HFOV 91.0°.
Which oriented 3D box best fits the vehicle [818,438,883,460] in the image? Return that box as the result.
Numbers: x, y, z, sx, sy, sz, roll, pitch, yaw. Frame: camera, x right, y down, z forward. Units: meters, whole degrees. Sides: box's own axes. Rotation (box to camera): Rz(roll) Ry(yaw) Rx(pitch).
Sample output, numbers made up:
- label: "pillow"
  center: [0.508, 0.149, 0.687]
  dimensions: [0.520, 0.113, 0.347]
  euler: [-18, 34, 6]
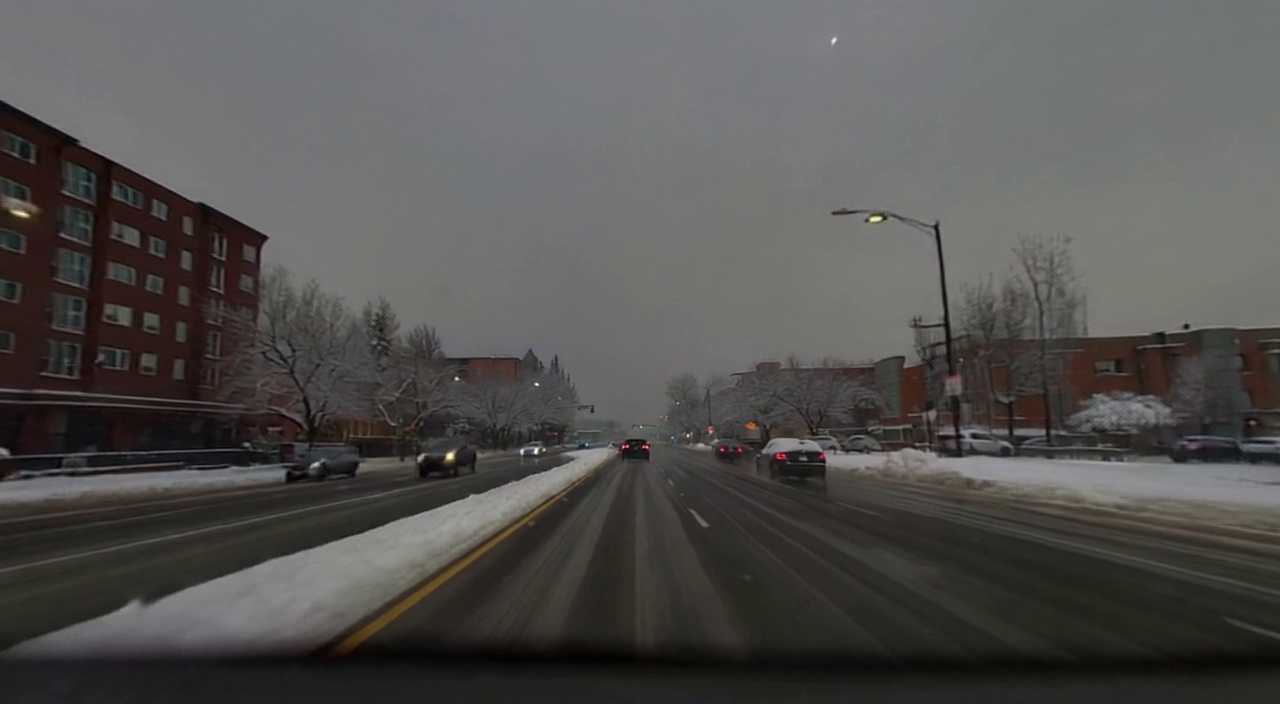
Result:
- label: "vehicle"
  center: [16.628, 7.709, 49.995]
  dimensions: [2.194, 1.666, 4.576]
  euler: [4, -9, -27]

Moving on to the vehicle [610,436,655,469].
- label: "vehicle"
  center: [-0.366, 5.092, 31.912]
  dimensions: [2.106, 1.553, 3.964]
  euler: [0, -8, -1]

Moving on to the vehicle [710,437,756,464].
- label: "vehicle"
  center: [5.717, 6.137, 39.230]
  dimensions: [2.154, 1.554, 4.149]
  euler: [0, -8, -2]

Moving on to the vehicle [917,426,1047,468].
- label: "vehicle"
  center: [17.679, 4.951, 32.718]
  dimensions: [5.388, 2.082, 2.328]
  euler: [1, -9, -4]

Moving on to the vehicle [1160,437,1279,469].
- label: "vehicle"
  center: [29.605, 5.150, 32.384]
  dimensions: [1.781, 1.507, 4.628]
  euler: [0, -8, 2]

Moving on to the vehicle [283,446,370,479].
- label: "vehicle"
  center: [-15.800, 5.585, 32.047]
  dimensions: [1.977, 1.514, 4.720]
  euler: [0, -8, 0]

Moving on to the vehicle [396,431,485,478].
- label: "vehicle"
  center: [-8.671, 4.526, 27.970]
  dimensions: [2.357, 1.894, 4.864]
  euler: [0, -8, 0]

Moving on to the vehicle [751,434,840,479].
- label: "vehicle"
  center: [5.961, 4.069, 24.799]
  dimensions: [2.121, 1.557, 4.898]
  euler: [0, -8, -1]
